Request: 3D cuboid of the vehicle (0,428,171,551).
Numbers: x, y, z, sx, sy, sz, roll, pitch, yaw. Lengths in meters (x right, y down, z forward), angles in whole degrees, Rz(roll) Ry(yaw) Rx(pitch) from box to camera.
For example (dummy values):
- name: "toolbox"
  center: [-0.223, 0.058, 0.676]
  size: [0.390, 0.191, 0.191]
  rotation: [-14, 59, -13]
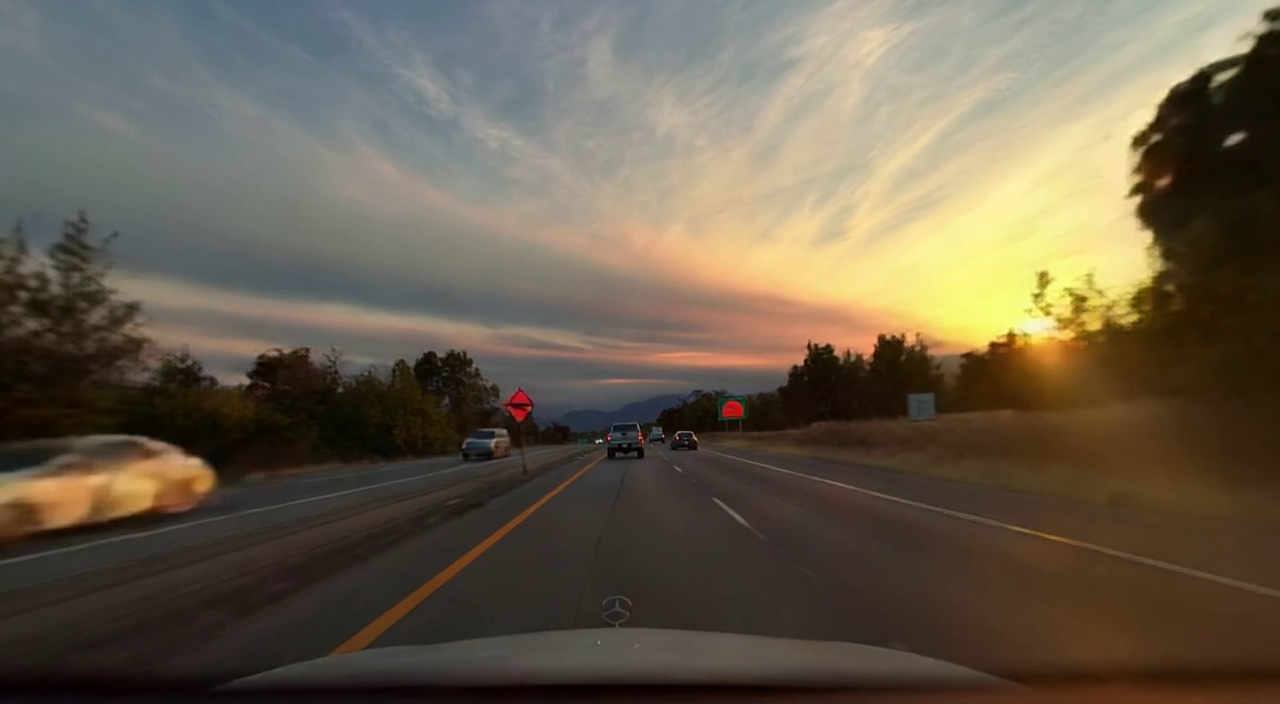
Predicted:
- name: "vehicle"
  center: [-9.197, 1.885, 8.922]
  size: [1.939, 1.568, 4.109]
  rotation: [0, -8, -1]

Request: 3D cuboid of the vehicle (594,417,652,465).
- name: "vehicle"
  center: [-0.772, 4.103, 29.166]
  size: [2.503, 2.044, 4.633]
  rotation: [0, -8, -1]

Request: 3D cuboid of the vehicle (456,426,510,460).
- name: "vehicle"
  center: [-9.629, 5.625, 39.134]
  size: [2.120, 1.905, 5.052]
  rotation: [0, -8, -1]
